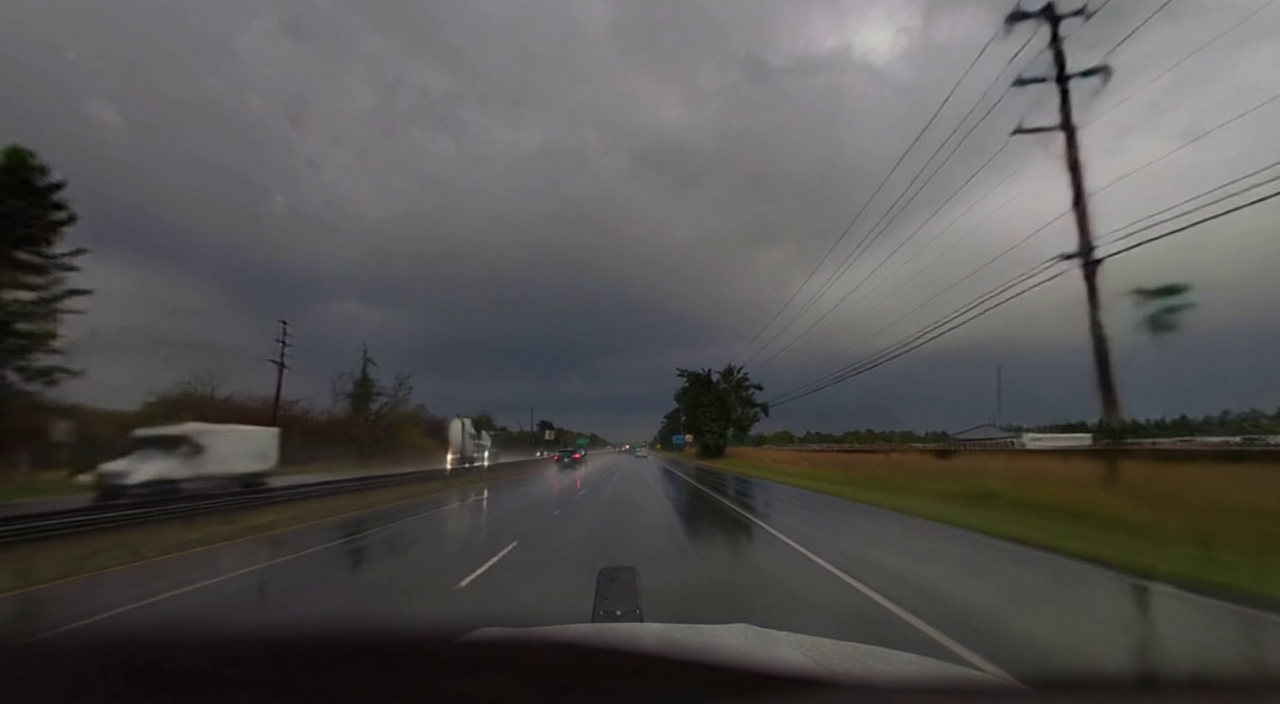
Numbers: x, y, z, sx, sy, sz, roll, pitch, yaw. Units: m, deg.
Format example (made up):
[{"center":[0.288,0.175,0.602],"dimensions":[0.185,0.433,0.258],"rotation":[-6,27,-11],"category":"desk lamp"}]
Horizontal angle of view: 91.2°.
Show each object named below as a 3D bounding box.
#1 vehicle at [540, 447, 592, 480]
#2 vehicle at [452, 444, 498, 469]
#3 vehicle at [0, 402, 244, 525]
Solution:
[{"center":[-3.650,5.632,31.830],"dimensions":[2.123,1.545,4.404],"rotation":[0,-9,0],"category":"vehicle"},{"center":[-12.421,7.896,47.495],"dimensions":[2.144,1.816,4.673],"rotation":[0,-9,0],"category":"vehicle"},{"center":[-13.582,2.797,16.169],"dimensions":[2.240,2.488,6.830],"rotation":[0,-9,0],"category":"vehicle"}]
